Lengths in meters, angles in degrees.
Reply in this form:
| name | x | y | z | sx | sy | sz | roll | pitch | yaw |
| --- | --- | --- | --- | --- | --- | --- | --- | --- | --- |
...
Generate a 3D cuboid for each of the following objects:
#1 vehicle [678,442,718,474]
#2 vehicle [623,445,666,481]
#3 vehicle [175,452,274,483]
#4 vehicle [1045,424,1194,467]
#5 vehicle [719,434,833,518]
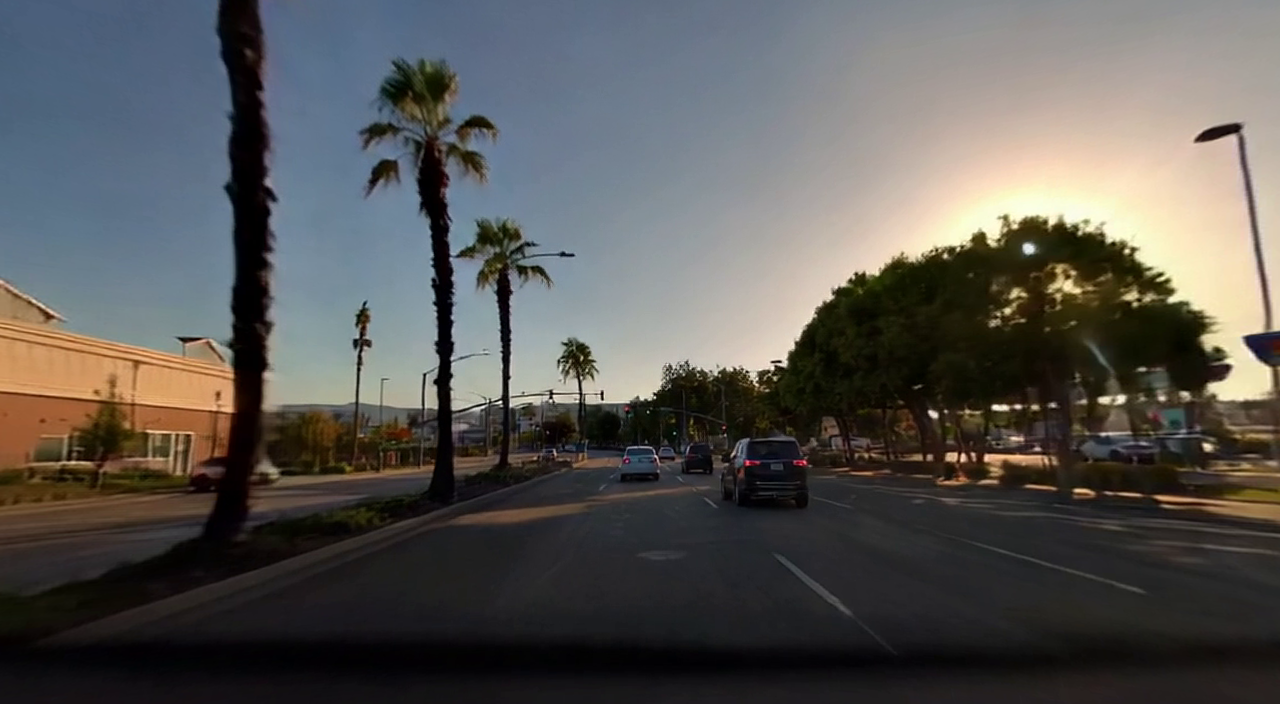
| name | x | y | z | sx | sy | sz | roll | pitch | yaw |
| --- | --- | --- | --- | --- | --- | --- | --- | --- | --- |
| vehicle | 3.739 | 6.954 | 41.725 | 2.154 | 1.975 | 4.634 | 0 | -9 | 0 |
| vehicle | 0.190 | 5.453 | 31.221 | 1.991 | 1.664 | 3.814 | 0 | -9 | 0 |
| vehicle | -26.693 | 7.377 | 40.589 | 2.124 | 1.784 | 4.803 | -8 | -11 | 40 |
| vehicle | 21.431 | 4.187 | 28.353 | 4.831 | 1.816 | 2.295 | 0 | -9 | -2 |
| vehicle | 3.164 | 2.955 | 15.511 | 1.872 | 1.752 | 3.896 | 0 | -9 | -1 |
